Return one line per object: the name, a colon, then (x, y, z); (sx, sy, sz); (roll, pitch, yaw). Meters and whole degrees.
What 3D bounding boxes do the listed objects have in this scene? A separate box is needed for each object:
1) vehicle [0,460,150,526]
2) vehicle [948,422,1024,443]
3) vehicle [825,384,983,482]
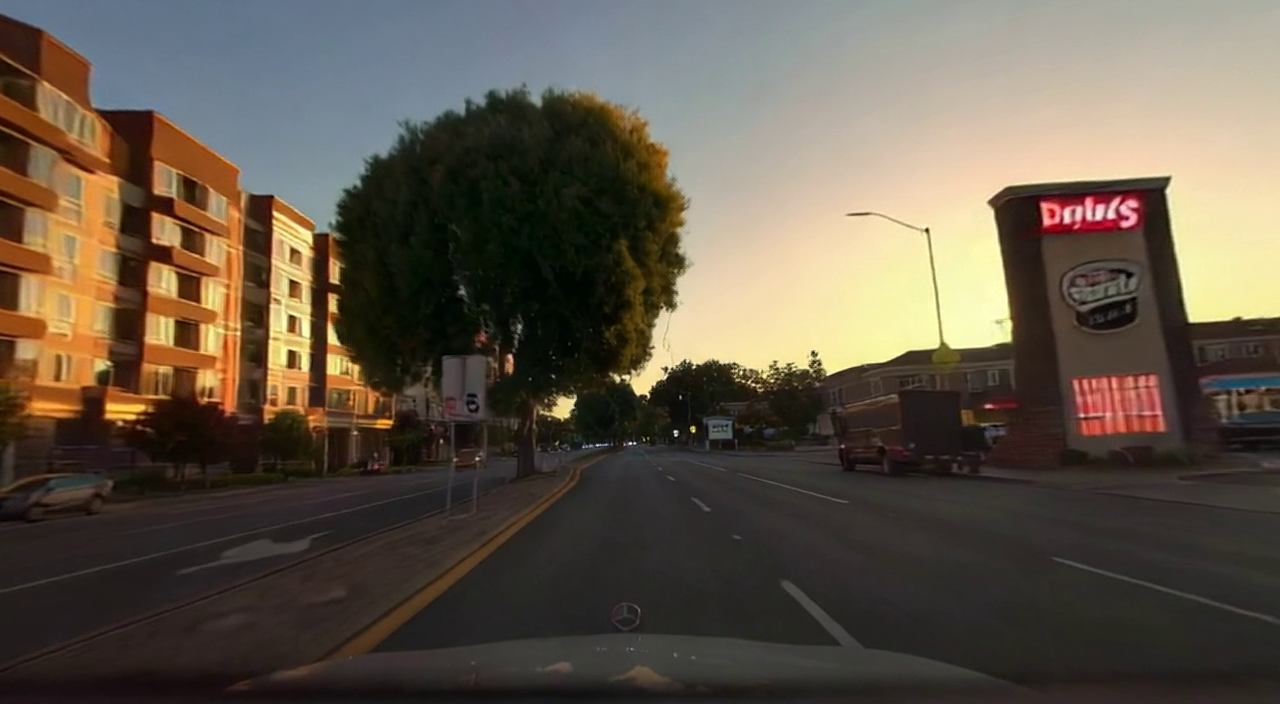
vehicle: (-19.364, 4.646, 21.235); (2.042, 1.773, 4.914); (-4, -8, -2)
vehicle: (25.498, 5.999, 46.740); (1.868, 1.458, 4.609); (5, -10, -27)
vehicle: (9.764, 3.151, 24.465); (2.917, 3.205, 6.985); (0, -8, -1)
